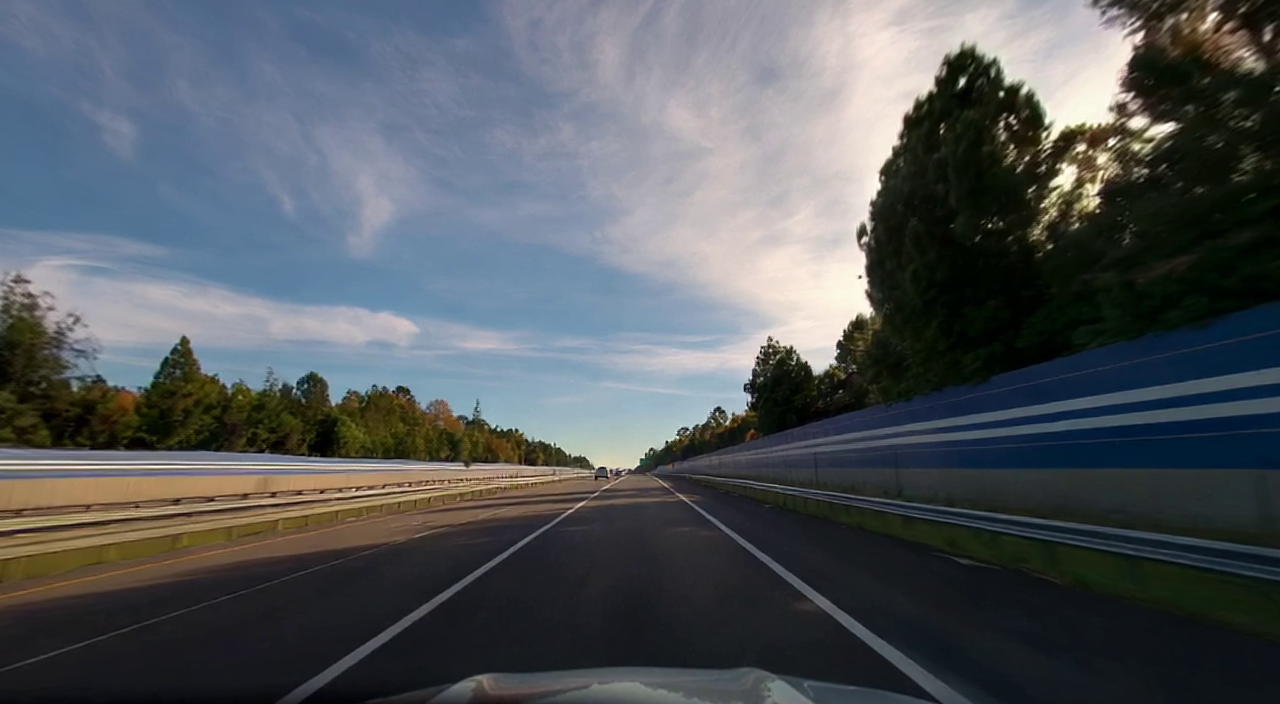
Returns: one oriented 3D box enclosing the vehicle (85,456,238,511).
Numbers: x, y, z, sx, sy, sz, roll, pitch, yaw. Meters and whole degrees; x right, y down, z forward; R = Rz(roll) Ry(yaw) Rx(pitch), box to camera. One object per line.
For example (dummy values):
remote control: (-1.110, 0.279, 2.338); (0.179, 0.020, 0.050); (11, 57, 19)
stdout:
vehicle: (-17.147, 4.727, 22.945); (1.974, 1.730, 4.507); (1, -11, 0)
